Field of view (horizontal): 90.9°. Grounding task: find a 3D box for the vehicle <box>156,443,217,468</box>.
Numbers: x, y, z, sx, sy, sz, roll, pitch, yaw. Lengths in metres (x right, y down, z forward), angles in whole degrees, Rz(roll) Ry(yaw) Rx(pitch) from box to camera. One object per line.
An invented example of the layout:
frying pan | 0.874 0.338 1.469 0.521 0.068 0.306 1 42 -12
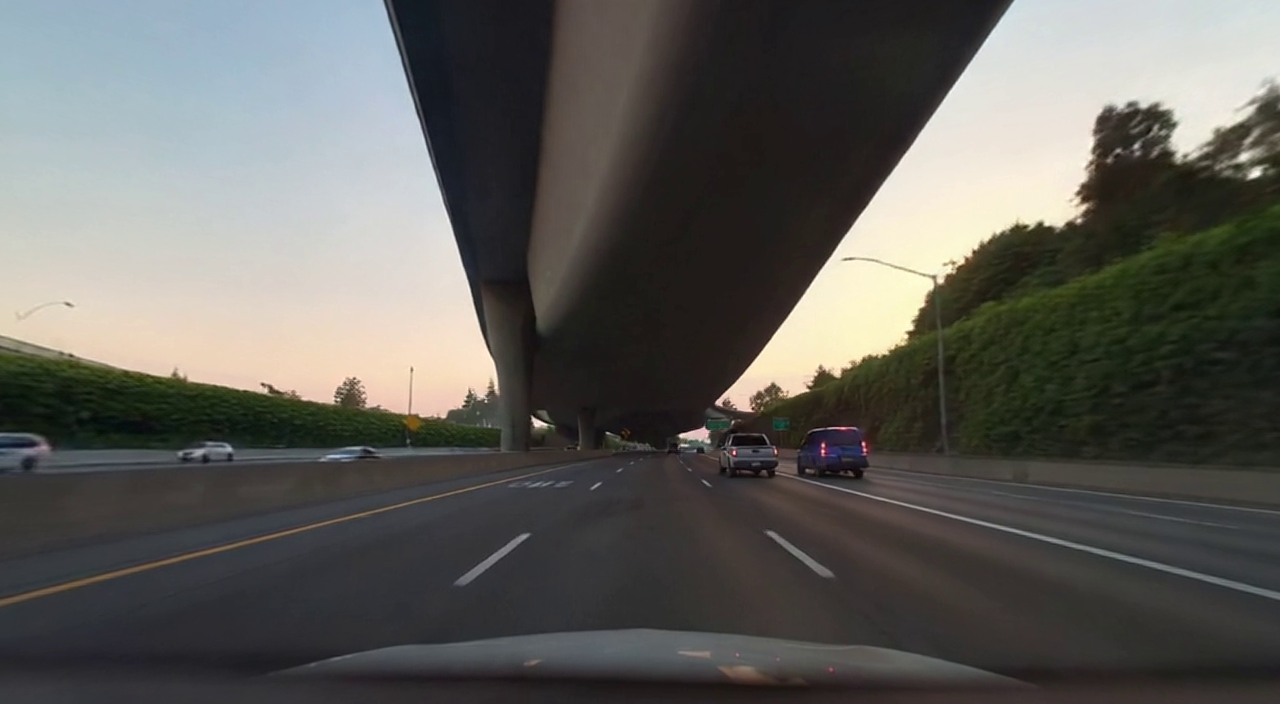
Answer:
vehicle | -32.731 7.440 45.718 2.095 1.686 4.669 2 -9 -17

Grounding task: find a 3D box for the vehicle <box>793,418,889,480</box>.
vehicle | 8.228 4.085 26.542 2.229 2.317 5.399 0 -9 0

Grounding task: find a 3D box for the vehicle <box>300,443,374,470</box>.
vehicle | -17.811 6.146 37.333 1.868 1.445 4.740 0 -9 2

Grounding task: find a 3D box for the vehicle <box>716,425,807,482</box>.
vehicle | 4.648 4.005 25.137 2.505 2.020 5.532 0 -9 0
